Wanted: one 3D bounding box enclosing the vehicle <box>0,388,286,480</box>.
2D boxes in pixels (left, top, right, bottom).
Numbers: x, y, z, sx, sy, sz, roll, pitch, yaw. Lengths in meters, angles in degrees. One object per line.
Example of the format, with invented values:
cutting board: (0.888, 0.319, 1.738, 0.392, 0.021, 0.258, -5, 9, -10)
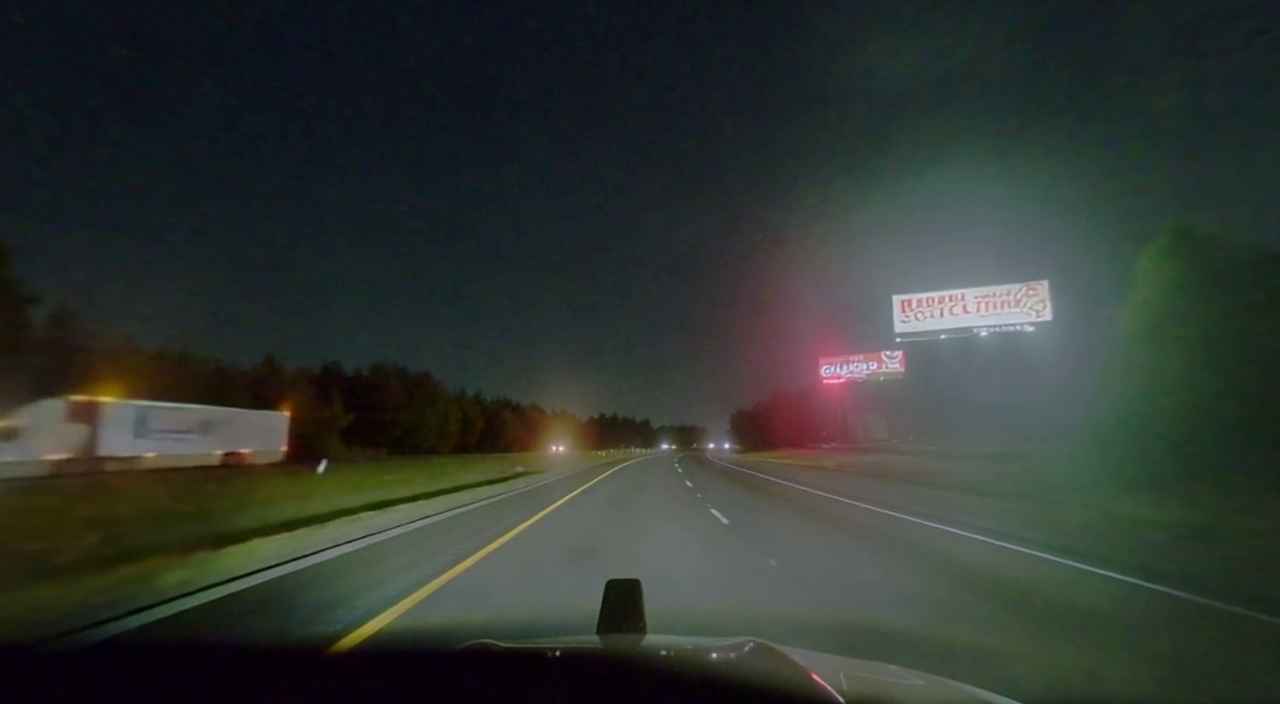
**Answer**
vehicle: (-28.187, 5.099, 38.043, 2.897, 4.219, 17.824, 0, -8, 2)
